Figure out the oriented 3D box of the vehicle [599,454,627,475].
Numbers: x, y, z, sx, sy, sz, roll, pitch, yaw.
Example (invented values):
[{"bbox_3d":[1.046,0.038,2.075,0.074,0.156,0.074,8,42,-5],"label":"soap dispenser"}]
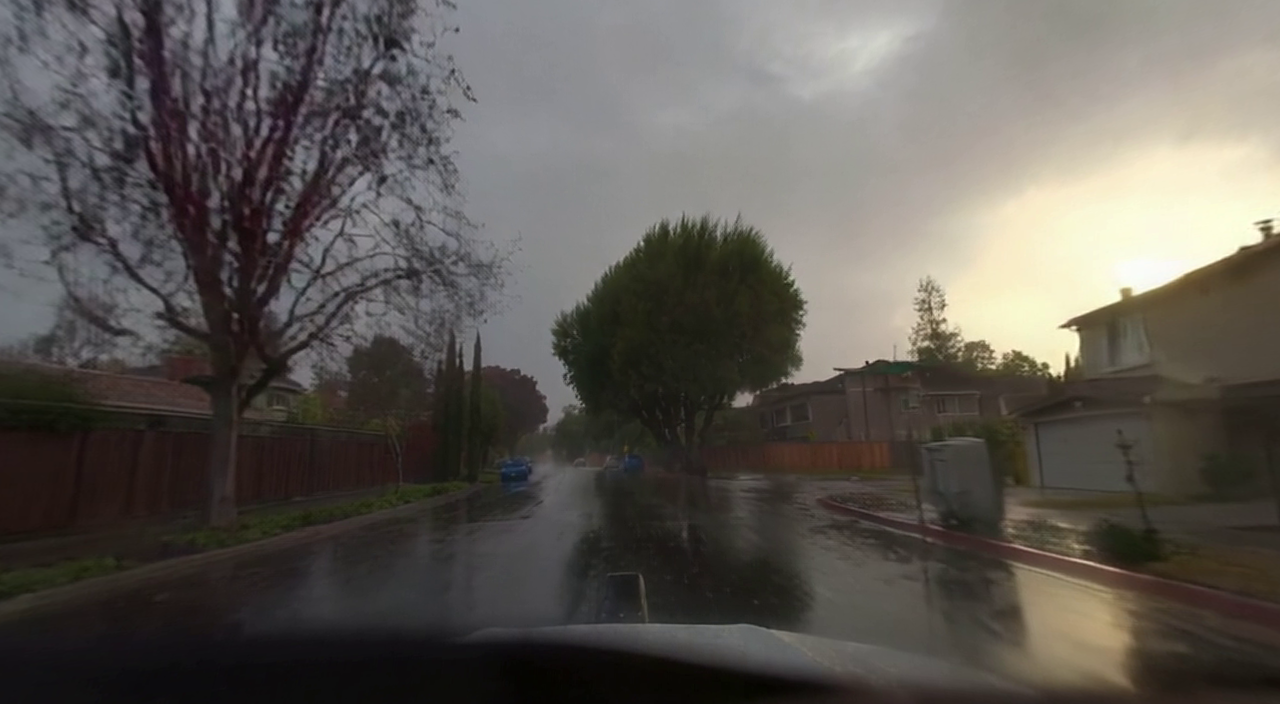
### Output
[{"bbox_3d":[-2.127,8.604,48.326,2.064,1.477,3.968,1,-9,-4],"label":"vehicle"}]
